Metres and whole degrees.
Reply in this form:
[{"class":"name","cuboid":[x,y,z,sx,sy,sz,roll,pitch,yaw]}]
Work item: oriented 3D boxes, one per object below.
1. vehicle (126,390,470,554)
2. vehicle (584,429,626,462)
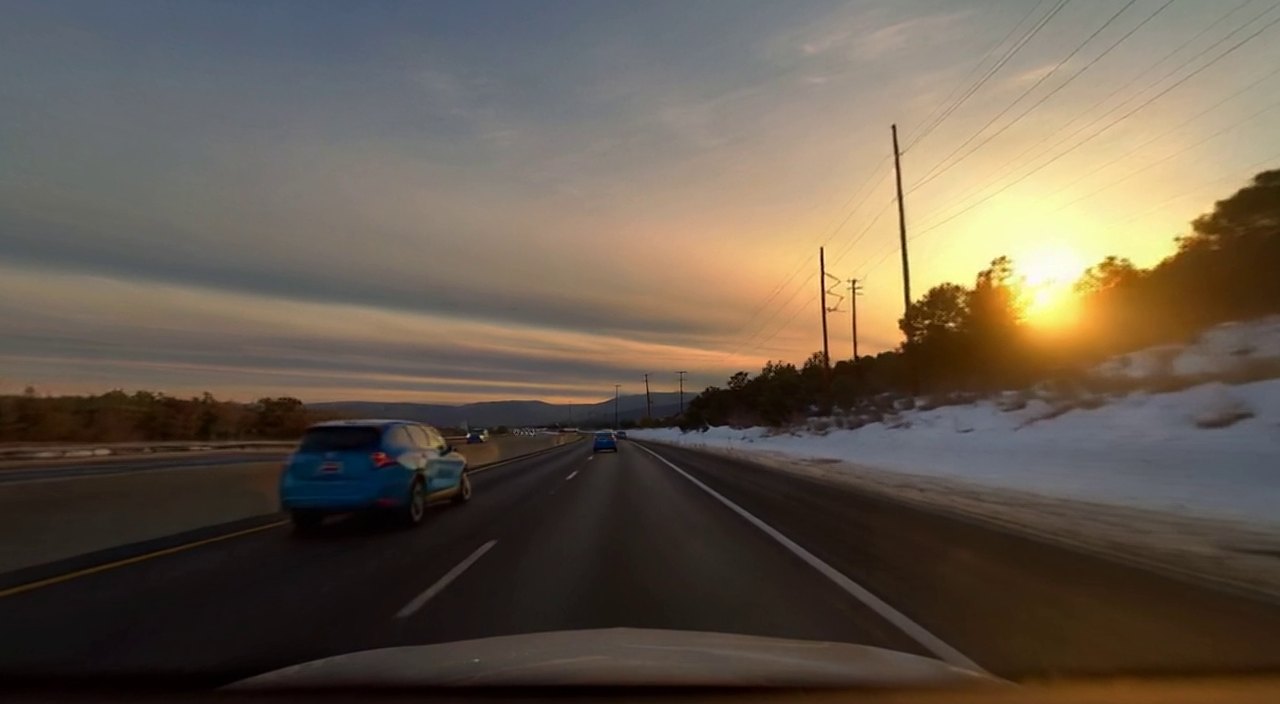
[{"class":"vehicle","cuboid":[-4.293,1.611,9.253,2.189,1.704,5.205,0,-8,-1]},{"class":"vehicle","cuboid":[-1.698,4.665,31.574,1.999,1.536,3.969,0,-8,-1]}]
